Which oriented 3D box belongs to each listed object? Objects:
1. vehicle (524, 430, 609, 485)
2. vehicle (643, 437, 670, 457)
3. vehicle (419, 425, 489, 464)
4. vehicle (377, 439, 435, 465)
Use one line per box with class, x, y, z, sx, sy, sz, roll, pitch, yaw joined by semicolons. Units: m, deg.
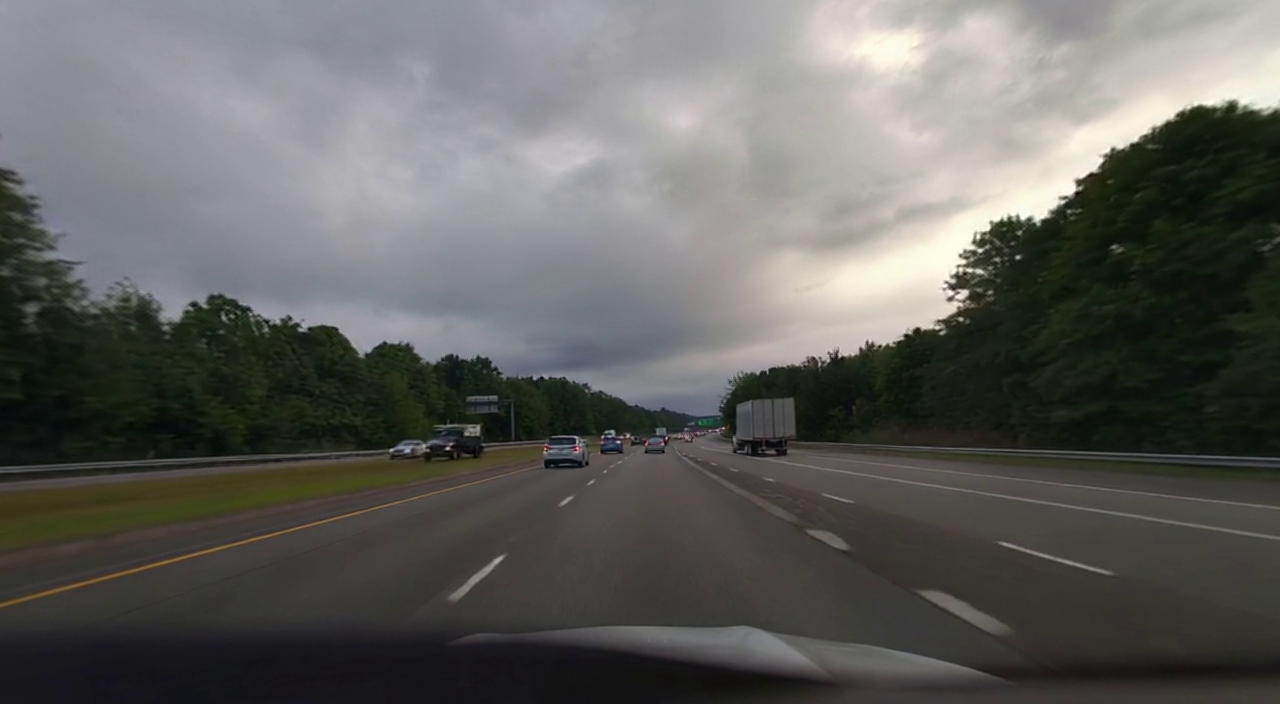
vehicle;-2.280;3.394;20.705;2.137;1.618;4.209;0;-8;2
vehicle;1.229;7.295;48.782;2.004;1.465;3.842;0;-8;1
vehicle;-11.368;5.699;39.179;2.310;2.226;6.079;0;-8;2
vehicle;-15.022;6.450;40.805;1.913;1.557;4.434;0;-8;2
